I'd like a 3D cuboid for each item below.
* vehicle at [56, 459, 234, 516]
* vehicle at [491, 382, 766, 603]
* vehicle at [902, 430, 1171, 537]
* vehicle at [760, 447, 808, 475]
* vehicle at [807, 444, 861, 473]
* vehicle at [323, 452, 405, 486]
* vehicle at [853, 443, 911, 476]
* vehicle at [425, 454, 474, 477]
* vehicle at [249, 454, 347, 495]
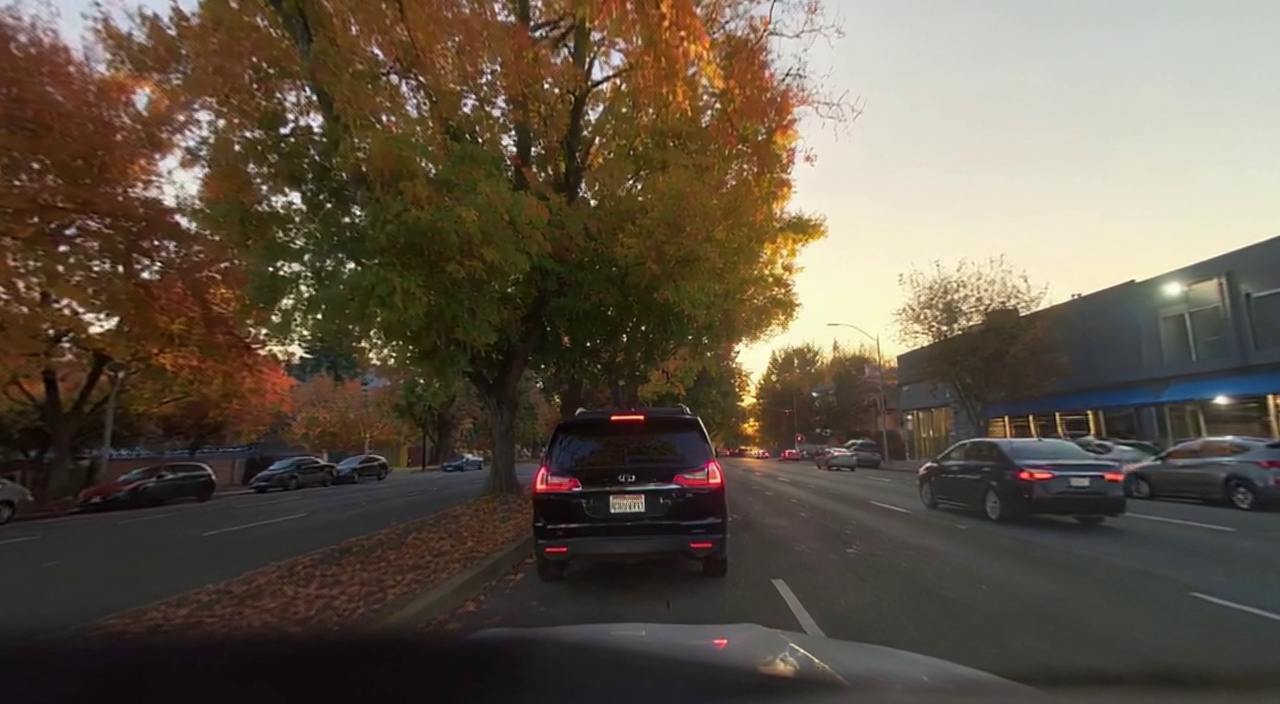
[{"bbox_3d":[-15.119,4.117,19.672,1.877,1.445,4.436,0,-8,2],"label":"vehicle"},{"bbox_3d":[0.011,1.535,7.808,2.344,1.863,4.665,0,-8,3],"label":"vehicle"},{"bbox_3d":[6.788,2.273,11.663,1.928,1.529,4.917,0,-8,2],"label":"vehicle"},{"bbox_3d":[8.292,6.276,36.639,1.886,1.464,4.290,0,-8,1],"label":"vehicle"},{"bbox_3d":[12.201,6.711,39.935,2.040,1.738,4.414,0,-8,1],"label":"vehicle"},{"bbox_3d":[-14.435,6.122,33.357,1.921,1.621,4.930,0,-8,2],"label":"vehicle"},{"bbox_3d":[15.291,6.788,40.132,1.993,1.969,4.747,0,-9,2],"label":"vehicle"},{"bbox_3d":[-13.758,8.225,45.901,1.995,1.466,4.580,0,-8,2],"label":"vehicle"},{"bbox_3d":[-14.884,5.325,27.734,1.947,1.558,4.065,0,-8,1],"label":"vehicle"}]
